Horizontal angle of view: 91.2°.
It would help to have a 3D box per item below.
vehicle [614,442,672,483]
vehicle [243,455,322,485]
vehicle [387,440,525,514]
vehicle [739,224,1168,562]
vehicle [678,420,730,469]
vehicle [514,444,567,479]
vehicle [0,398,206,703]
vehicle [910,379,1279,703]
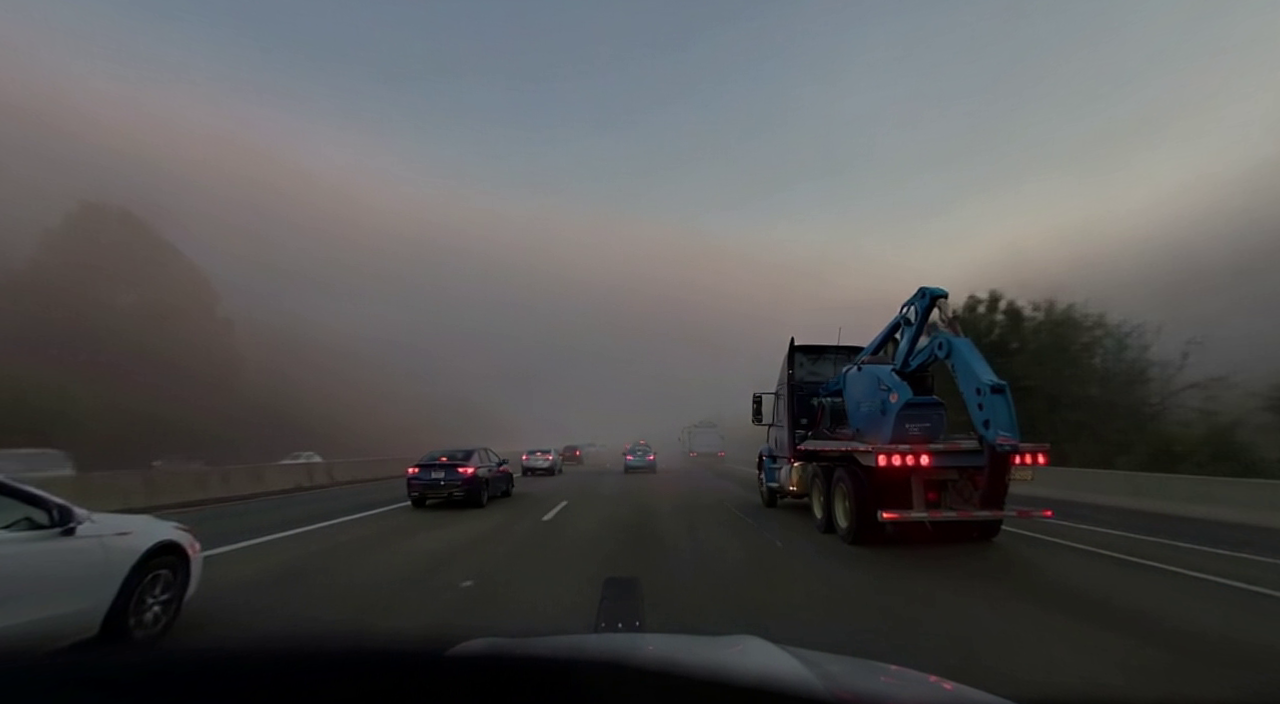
[{"bbox_3d":[0.049,4.458,25.434,2.150,1.498,3.988,0,-9,-1],"label":"vehicle"},{"bbox_3d":[-20.498,6.768,36.170,1.914,1.521,4.472,0,-9,-1],"label":"vehicle"},{"bbox_3d":[-4.238,2.946,15.328,1.880,1.507,4.757,0,-9,0],"label":"vehicle"},{"bbox_3d":[3.936,1.016,10.911,2.975,3.618,8.456,0,-9,0],"label":"vehicle"},{"bbox_3d":[3.955,5.982,40.194,2.416,2.829,7.016,0,-9,-2],"label":"vehicle"},{"bbox_3d":[-4.591,5.111,29.444,1.858,1.527,3.974,0,-9,0],"label":"vehicle"},{"bbox_3d":[-4.171,0.917,2.460,1.978,1.556,4.119,0,-9,0],"label":"vehicle"},{"bbox_3d":[4.062,1.047,3.414,2.599,1.631,5.693,0,-9,-1],"label":"vehicle"}]
